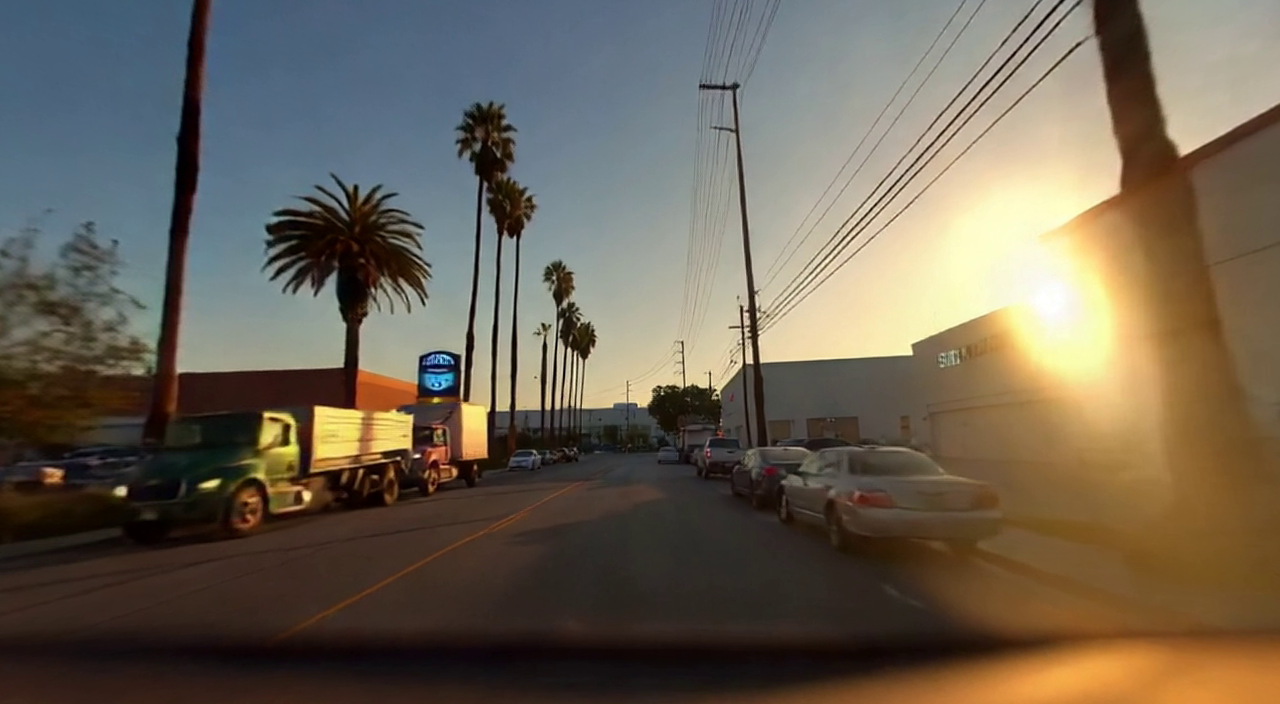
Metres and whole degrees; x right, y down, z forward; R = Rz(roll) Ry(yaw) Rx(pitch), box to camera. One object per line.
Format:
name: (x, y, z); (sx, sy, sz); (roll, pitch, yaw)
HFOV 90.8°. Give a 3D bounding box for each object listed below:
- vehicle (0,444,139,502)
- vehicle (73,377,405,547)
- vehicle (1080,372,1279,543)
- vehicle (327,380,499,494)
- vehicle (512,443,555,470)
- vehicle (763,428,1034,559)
vehicle: (-17.131, 3.288, 17.402); (4.890, 1.483, 2.055); (0, -9, 1)
vehicle: (-8.101, 2.370, 14.325); (2.845, 2.738, 7.208); (-3, -8, 0)
vehicle: (9.017, 1.443, 9.307); (2.325, 1.877, 5.987); (-6, -9, 17)
vehicle: (-7.704, 3.127, 22.945); (2.941, 3.418, 7.738); (-1, -9, 3)
vehicle: (-7.057, 6.965, 42.369); (1.936, 1.632, 4.145); (-3, -8, 3)
vehicle: (3.563, 2.061, 10.043); (2.246, 1.533, 4.971); (0, -9, 1)
